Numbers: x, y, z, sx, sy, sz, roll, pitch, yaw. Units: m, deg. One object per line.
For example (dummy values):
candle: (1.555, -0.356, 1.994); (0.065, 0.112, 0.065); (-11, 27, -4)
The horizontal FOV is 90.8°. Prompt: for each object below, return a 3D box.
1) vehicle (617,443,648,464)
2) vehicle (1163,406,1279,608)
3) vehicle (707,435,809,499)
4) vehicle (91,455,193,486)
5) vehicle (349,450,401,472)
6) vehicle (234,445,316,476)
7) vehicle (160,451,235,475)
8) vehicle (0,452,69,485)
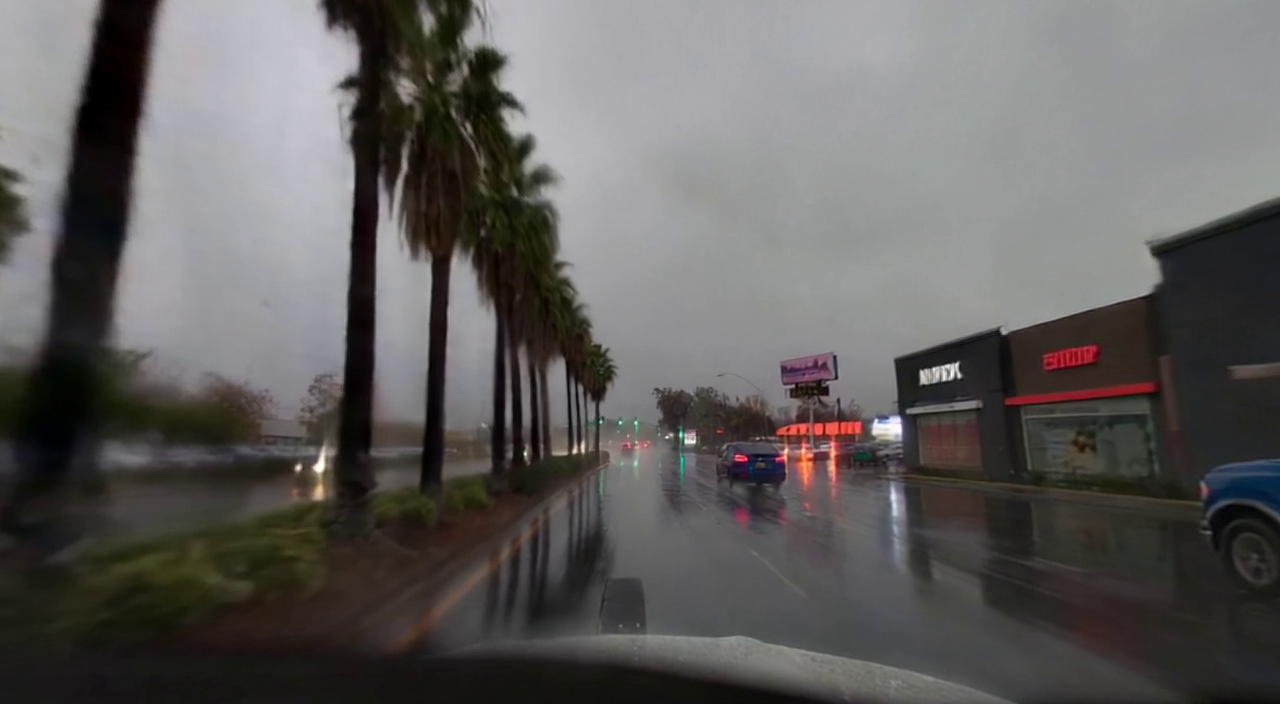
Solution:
vehicle: (-0.593, 7.642, 47.576); (2.258, 1.468, 4.076); (0, -8, -2)
vehicle: (6.237, 0.995, 3.404); (2.140, 1.606, 5.437); (0, -8, -1)
vehicle: (3.144, 3.156, 17.776); (1.889, 1.541, 4.303); (0, -8, -2)
vehicle: (-27.567, 6.532, 35.182); (1.816, 1.498, 4.698); (0, -8, 0)
vehicle: (-19.507, 8.025, 46.764); (1.983, 1.492, 4.904); (-1, -8, -3)
vehicle: (-24.353, 7.219, 42.467); (2.112, 1.821, 5.960); (-2, -8, -2)
vehicle: (-31.844, 7.948, 45.498); (4.210, 1.549, 1.855); (7, -11, -39)
vehicle: (-32.775, 6.079, 32.924); (4.220, 1.614, 1.876); (8, -12, -43)
